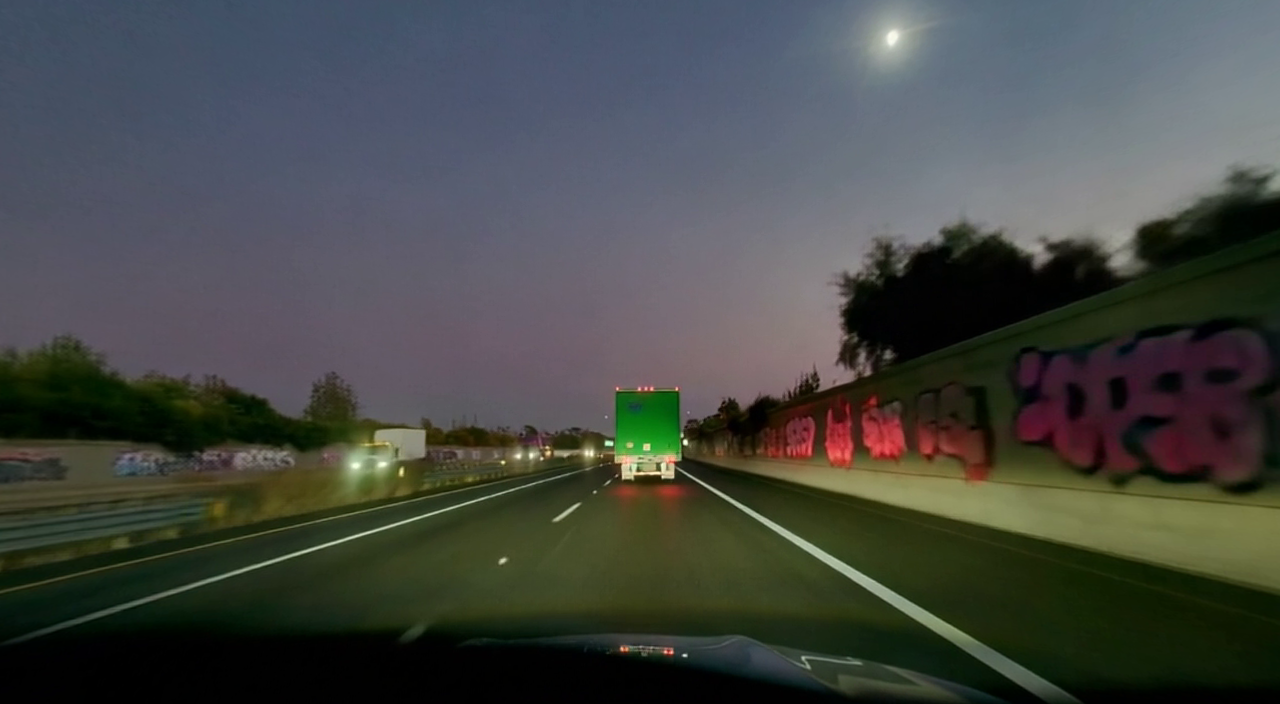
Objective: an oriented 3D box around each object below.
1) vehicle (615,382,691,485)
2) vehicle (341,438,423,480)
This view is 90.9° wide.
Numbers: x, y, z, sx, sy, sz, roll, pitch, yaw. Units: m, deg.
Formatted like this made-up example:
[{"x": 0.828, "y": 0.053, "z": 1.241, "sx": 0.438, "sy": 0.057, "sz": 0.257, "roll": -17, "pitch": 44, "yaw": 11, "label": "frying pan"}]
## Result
[{"x": 0.389, "y": 3.942, "z": 29.462, "sx": 2.900, "sy": 3.955, "sz": 10.151, "roll": 0, "pitch": -9, "yaw": -1, "label": "vehicle"}, {"x": -16.512, "y": 6.867, "z": 40.816, "sx": 2.427, "sy": 2.440, "sz": 6.745, "roll": 0, "pitch": -9, "yaw": 0, "label": "vehicle"}]
